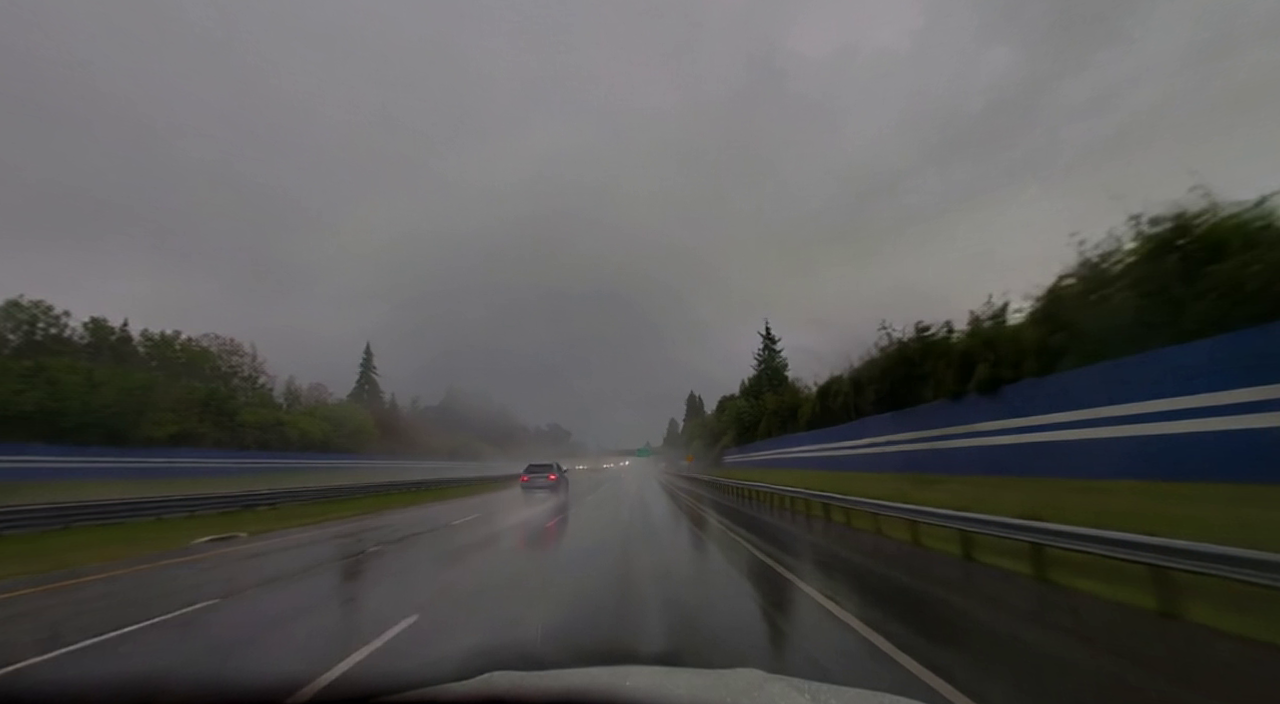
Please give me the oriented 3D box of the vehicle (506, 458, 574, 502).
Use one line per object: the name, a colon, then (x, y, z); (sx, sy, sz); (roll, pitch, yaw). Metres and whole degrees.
vehicle: (-3.808, 4.976, 24.666); (1.985, 1.515, 3.839); (1, -10, 0)
